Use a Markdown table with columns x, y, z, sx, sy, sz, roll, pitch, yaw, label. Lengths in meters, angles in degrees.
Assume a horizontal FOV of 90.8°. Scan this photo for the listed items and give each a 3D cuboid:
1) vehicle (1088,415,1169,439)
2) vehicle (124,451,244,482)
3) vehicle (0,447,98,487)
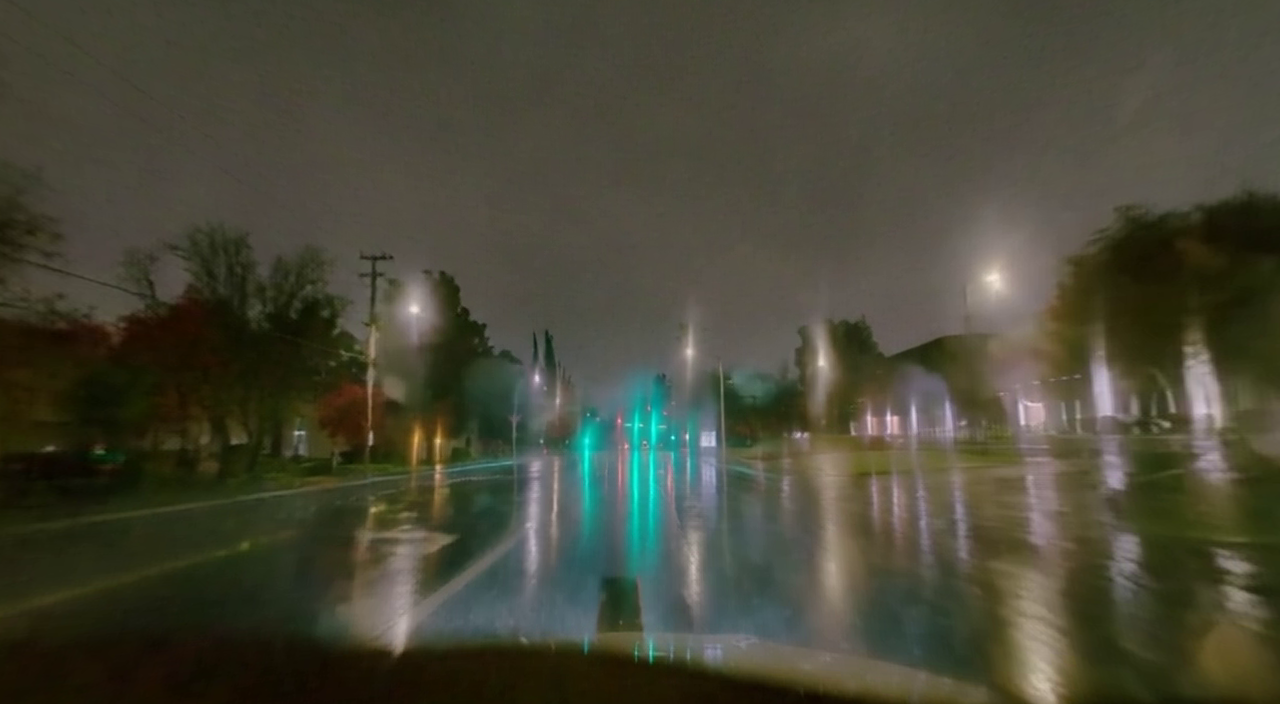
| x | y | z | sx | sy | sz | roll | pitch | yaw | label |
| --- | --- | --- | --- | --- | --- | --- | --- | --- | --- |
| 32.503 | 5.039 | 42.094 | 3.904 | 1.508 | 1.724 | 0 | -9 | 1 | vehicle |
| -23.265 | 5.857 | 32.358 | 4.686 | 1.495 | 1.879 | 0 | -9 | 1 | vehicle |
| -28.397 | 5.293 | 29.277 | 4.626 | 1.753 | 2.054 | 0 | -9 | 1 | vehicle |
